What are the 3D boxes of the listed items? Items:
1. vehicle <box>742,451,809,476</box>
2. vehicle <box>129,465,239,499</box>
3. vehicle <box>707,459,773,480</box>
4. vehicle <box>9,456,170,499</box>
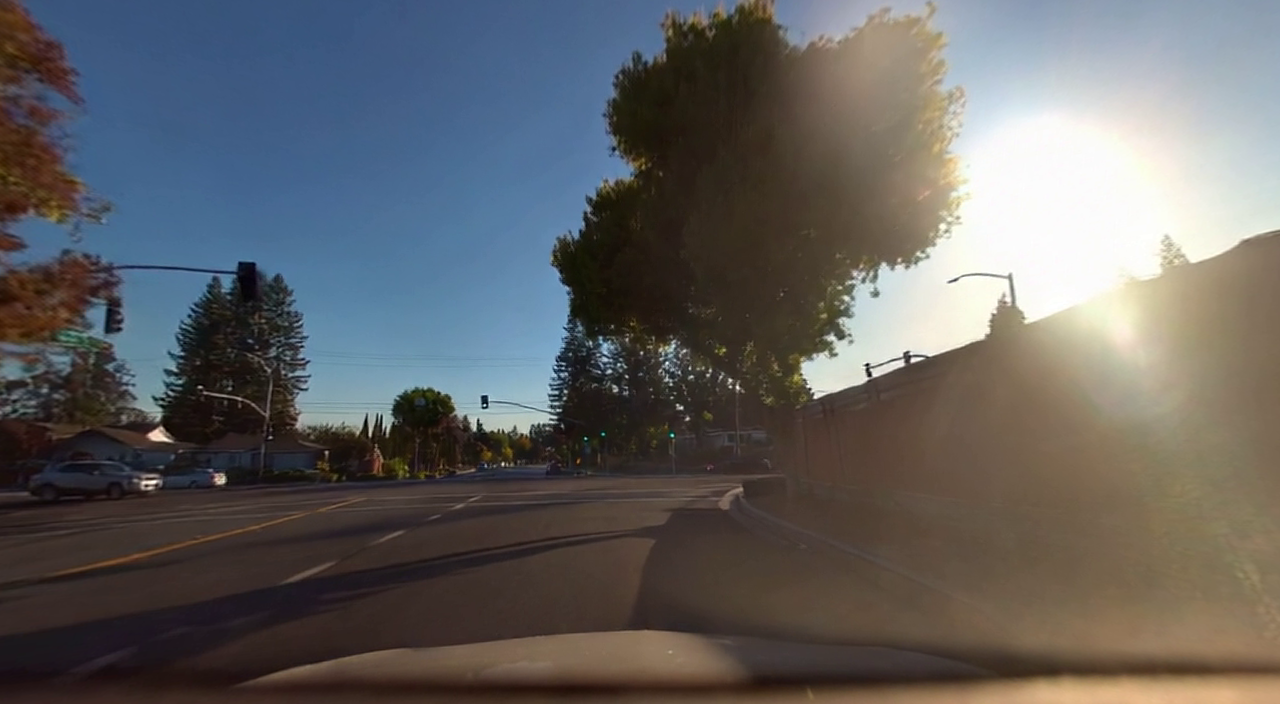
[{"bbox_3d":[9.406,7.745,43.824,4.106,1.583,1.806,1,-9,-9],"label":"vehicle"},{"bbox_3d":[-26.284,7.485,36.442,4.664,1.728,1.959,0,-9,-6],"label":"vehicle"},{"bbox_3d":[7.453,8.775,47.103,4.510,1.461,1.828,1,-9,-9],"label":"vehicle"},{"bbox_3d":[-25.345,5.779,29.227,5.107,1.749,2.254,0,-9,-6],"label":"vehicle"}]
